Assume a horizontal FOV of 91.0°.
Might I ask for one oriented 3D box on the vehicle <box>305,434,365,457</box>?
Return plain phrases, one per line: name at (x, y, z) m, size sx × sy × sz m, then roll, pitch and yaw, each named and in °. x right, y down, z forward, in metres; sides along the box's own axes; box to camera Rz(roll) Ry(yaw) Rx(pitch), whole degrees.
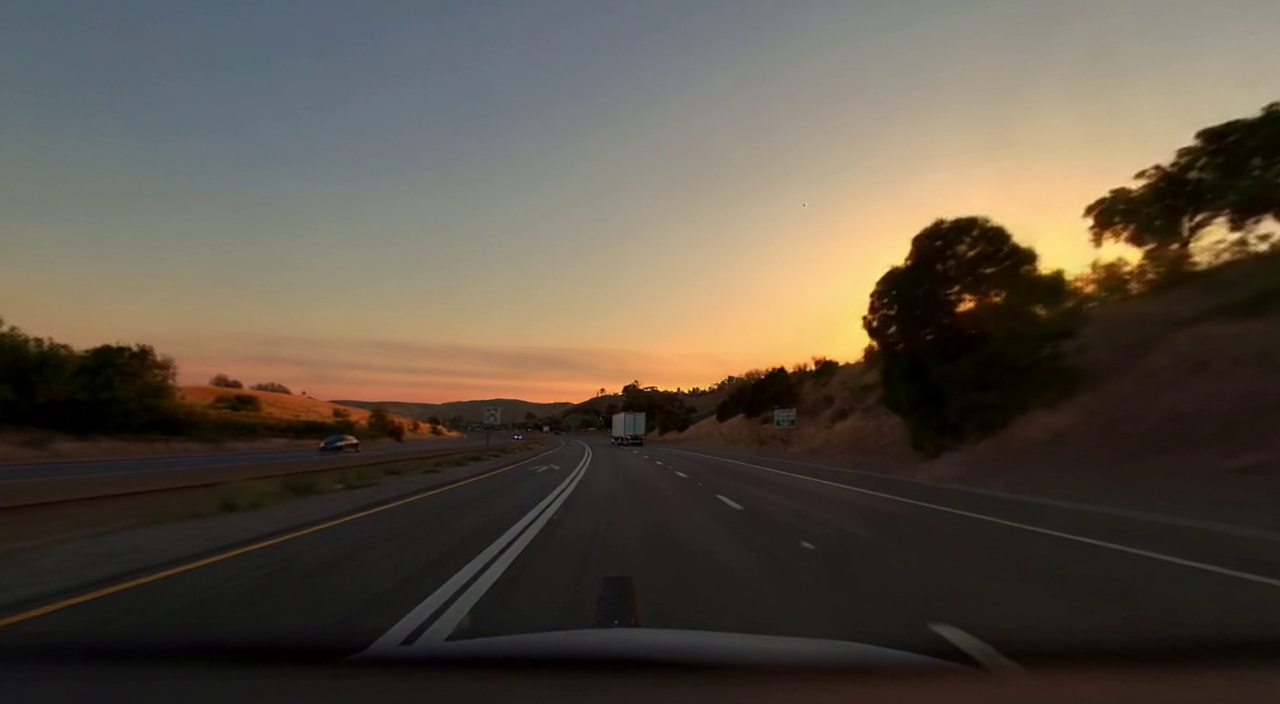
vehicle at (-21.476, 6.586, 44.551) m, size 2.083 × 1.487 × 4.759 m, roll 0°, pitch -8°, yaw -3°
